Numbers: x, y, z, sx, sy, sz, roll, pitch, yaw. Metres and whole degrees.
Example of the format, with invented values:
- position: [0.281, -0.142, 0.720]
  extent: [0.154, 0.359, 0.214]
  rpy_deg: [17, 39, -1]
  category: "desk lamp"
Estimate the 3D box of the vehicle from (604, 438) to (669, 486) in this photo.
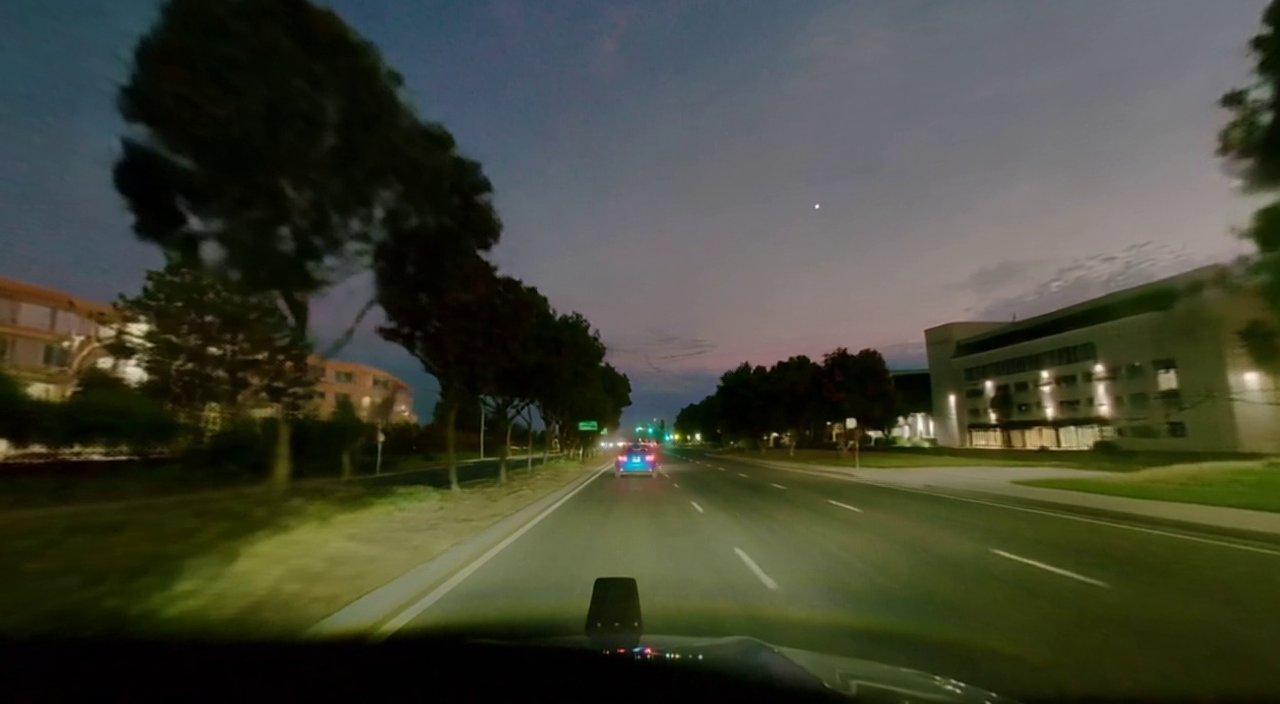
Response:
- position: [-0.127, 3.807, 22.246]
  extent: [2.042, 1.479, 4.601]
  rpy_deg: [0, -8, 0]
  category: "vehicle"
